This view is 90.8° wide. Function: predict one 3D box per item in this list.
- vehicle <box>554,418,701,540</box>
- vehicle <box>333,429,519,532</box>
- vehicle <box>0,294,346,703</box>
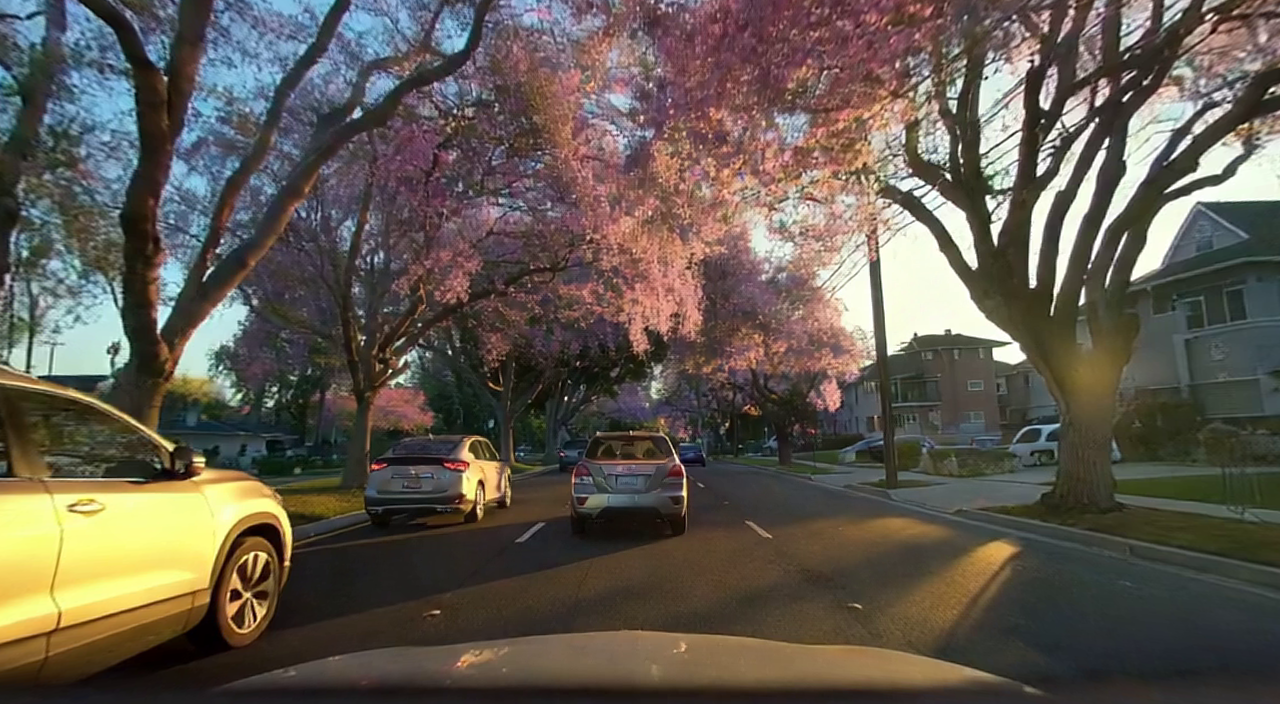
[{"bbox_3d":[-0.202,2.015,10.590,1.997,1.636,3.760,0,-8,-1],"label":"vehicle"},{"bbox_3d":[-3.671,2.265,11.731,2.066,1.565,3.905,0,-8,0],"label":"vehicle"},{"bbox_3d":[-3.584,0.821,2.965,2.161,1.919,4.798,0,-8,-1],"label":"vehicle"}]
